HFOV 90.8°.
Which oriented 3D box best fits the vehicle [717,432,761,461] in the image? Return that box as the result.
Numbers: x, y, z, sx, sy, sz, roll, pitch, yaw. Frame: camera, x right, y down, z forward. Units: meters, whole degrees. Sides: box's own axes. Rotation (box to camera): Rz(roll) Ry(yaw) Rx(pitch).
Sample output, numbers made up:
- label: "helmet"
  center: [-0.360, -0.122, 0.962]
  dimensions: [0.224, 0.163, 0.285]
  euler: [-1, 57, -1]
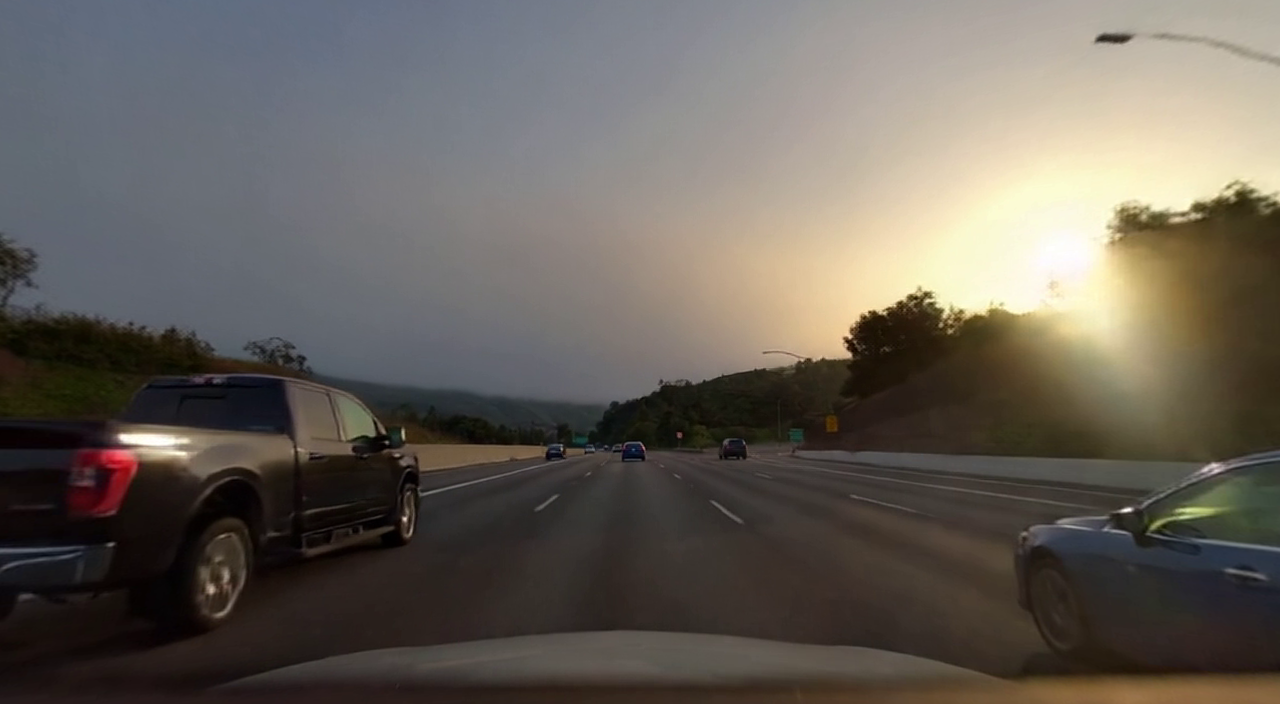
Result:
- label: "vehicle"
  center: [6.848, 6.598, 44.249]
  dimensions: [2.103, 1.898, 5.310]
  euler: [0, -8, -1]

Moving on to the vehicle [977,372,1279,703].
- label: "vehicle"
  center: [3.082, 0.731, 1.365]
  dimensions: [2.072, 1.501, 4.694]
  euler: [0, -8, -1]

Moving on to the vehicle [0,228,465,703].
- label: "vehicle"
  center: [-3.715, 0.954, 5.650]
  dimensions: [2.592, 2.179, 6.034]
  euler: [0, -8, -1]

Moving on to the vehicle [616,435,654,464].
- label: "vehicle"
  center: [-0.317, 5.853, 38.088]
  dimensions: [2.157, 1.642, 4.189]
  euler: [0, -8, -1]
